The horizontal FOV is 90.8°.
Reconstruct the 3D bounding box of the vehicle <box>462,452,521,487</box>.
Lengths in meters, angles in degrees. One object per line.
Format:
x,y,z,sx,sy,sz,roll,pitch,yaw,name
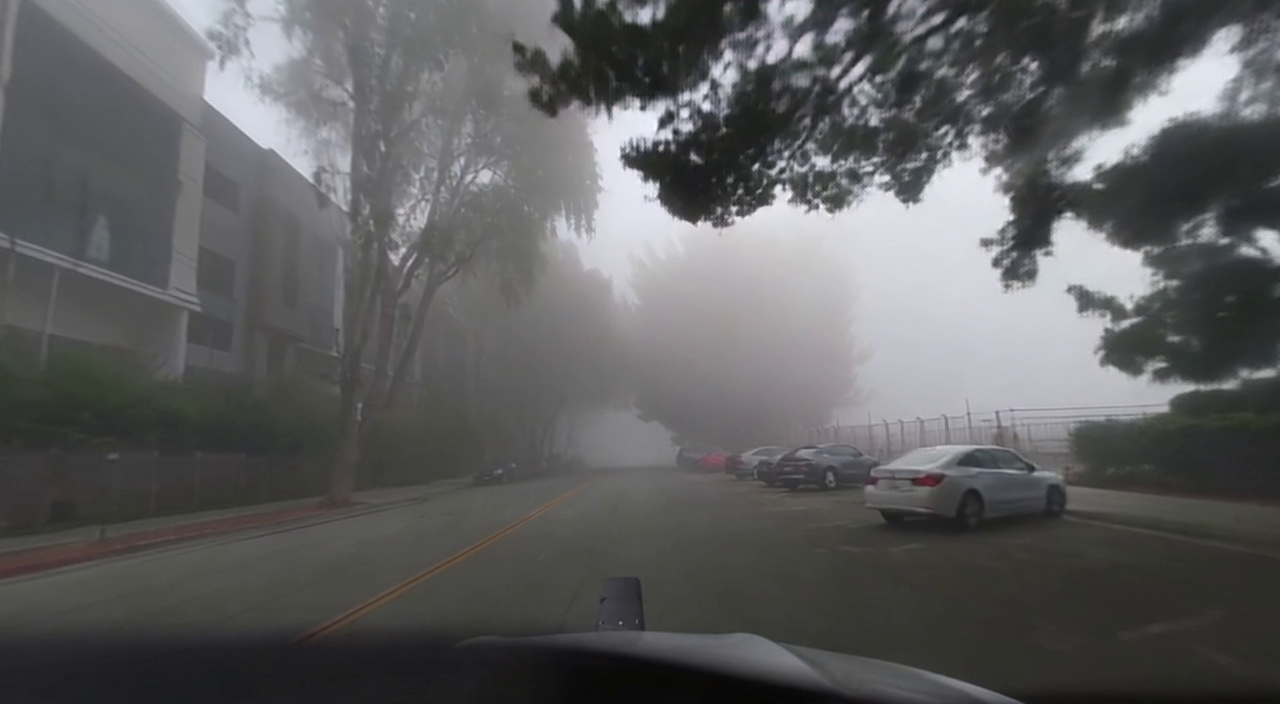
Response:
-8.050,6.400,34.685,2.172,1.707,4.273,0,-8,0,vehicle

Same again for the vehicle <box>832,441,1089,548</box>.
5.464,2.301,10.826,3.752,1.494,2.083,5,-10,-29,vehicle

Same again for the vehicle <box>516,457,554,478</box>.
-8.095,8.935,49.157,1.911,1.497,4.738,0,-8,2,vehicle

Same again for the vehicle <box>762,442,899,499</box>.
6.258,3.796,20.716,3.954,1.666,2.213,6,-10,-34,vehicle
